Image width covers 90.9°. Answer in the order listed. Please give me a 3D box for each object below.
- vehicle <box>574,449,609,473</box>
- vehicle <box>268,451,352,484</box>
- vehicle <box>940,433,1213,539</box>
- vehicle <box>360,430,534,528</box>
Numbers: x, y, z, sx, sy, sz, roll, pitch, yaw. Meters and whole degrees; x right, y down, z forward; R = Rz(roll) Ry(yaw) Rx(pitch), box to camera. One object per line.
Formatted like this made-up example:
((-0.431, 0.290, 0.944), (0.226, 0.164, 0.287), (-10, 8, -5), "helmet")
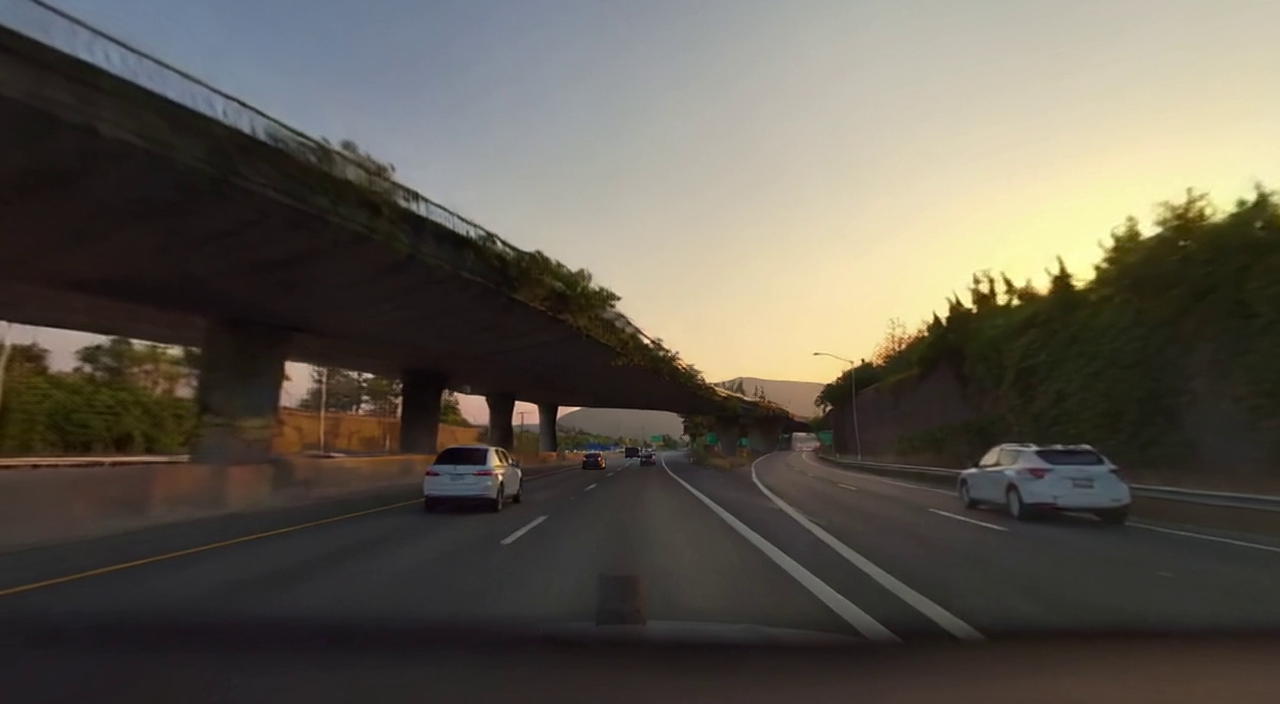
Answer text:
((-3.293, 7.449, 43.369), (1.997, 1.540, 3.906), (0, -9, 1), "vehicle")
((-16.154, 5.651, 31.061), (1.897, 1.470, 3.972), (0, -9, 1), "vehicle")
((7.591, 2.349, 11.749), (2.020, 1.548, 4.715), (-1, -9, 5), "vehicle")
((-3.750, 2.559, 13.242), (2.263, 1.696, 4.321), (0, -9, 0), "vehicle")
